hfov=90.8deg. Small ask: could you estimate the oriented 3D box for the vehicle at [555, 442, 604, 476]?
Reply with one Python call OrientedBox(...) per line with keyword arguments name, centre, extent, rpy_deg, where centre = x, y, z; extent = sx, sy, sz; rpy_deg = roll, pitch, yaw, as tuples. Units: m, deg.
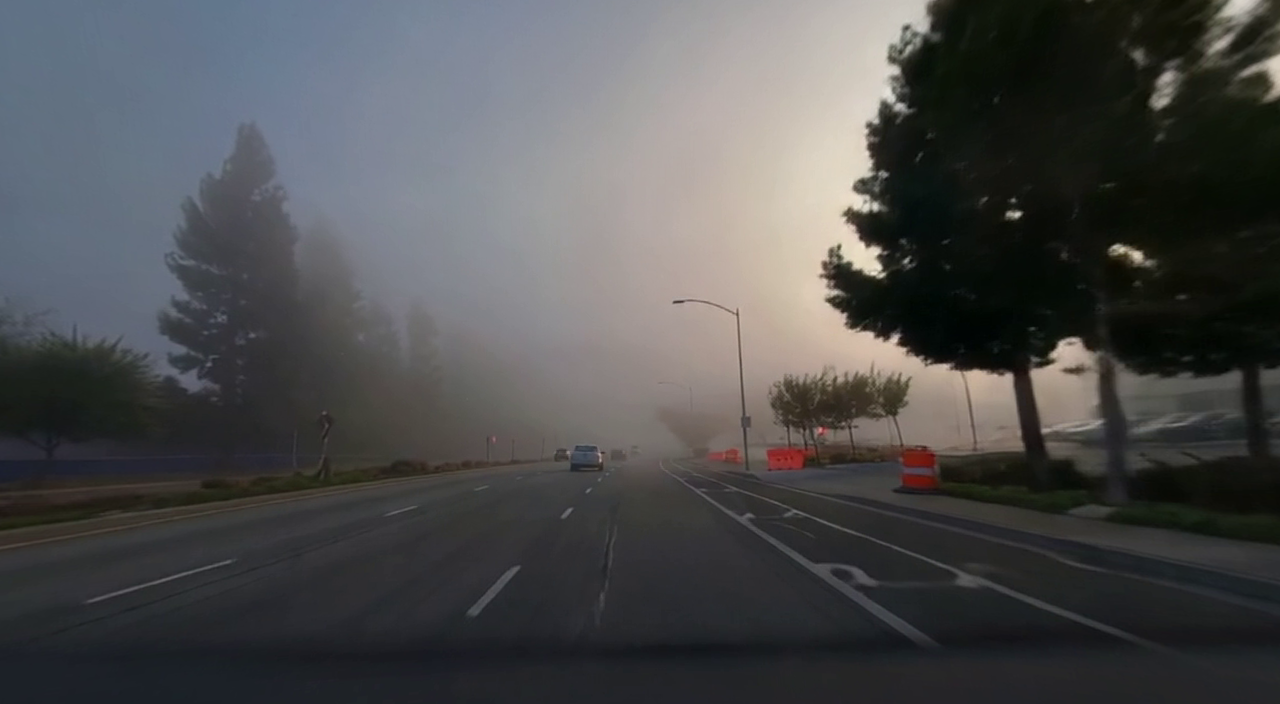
OrientedBox(name="vehicle", centre=(-3.116, 5.545, 33.136), extent=(2.121, 1.654, 3.993), rpy_deg=(0, -8, 1))
